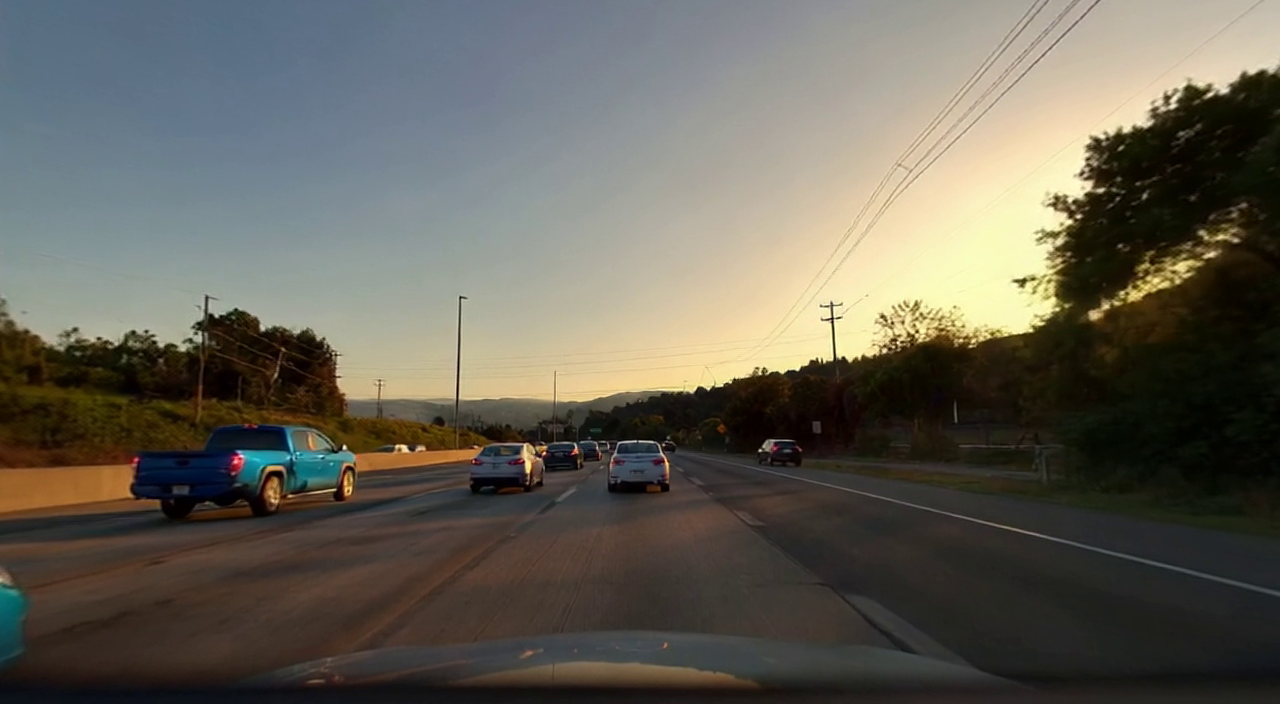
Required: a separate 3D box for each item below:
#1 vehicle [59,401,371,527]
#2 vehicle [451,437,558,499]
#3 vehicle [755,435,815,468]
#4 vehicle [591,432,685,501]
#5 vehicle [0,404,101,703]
[{"bbox_3d":[-7.786,2.140,12.631,2.194,1.922,5.637,0,-8,2],"label":"vehicle"},{"bbox_3d":[-3.454,3.026,16.935,1.899,1.437,4.131,0,-8,1],"label":"vehicle"},{"bbox_3d":[8.111,5.623,35.861,2.205,1.701,4.601,0,-8,-2],"label":"vehicle"},{"bbox_3d":[-0.087,2.888,16.398,2.102,1.499,4.439,0,-8,-1],"label":"vehicle"},{"bbox_3d":[-3.830,0.712,0.954,1.955,1.481,4.604,0,-8,0],"label":"vehicle"}]
